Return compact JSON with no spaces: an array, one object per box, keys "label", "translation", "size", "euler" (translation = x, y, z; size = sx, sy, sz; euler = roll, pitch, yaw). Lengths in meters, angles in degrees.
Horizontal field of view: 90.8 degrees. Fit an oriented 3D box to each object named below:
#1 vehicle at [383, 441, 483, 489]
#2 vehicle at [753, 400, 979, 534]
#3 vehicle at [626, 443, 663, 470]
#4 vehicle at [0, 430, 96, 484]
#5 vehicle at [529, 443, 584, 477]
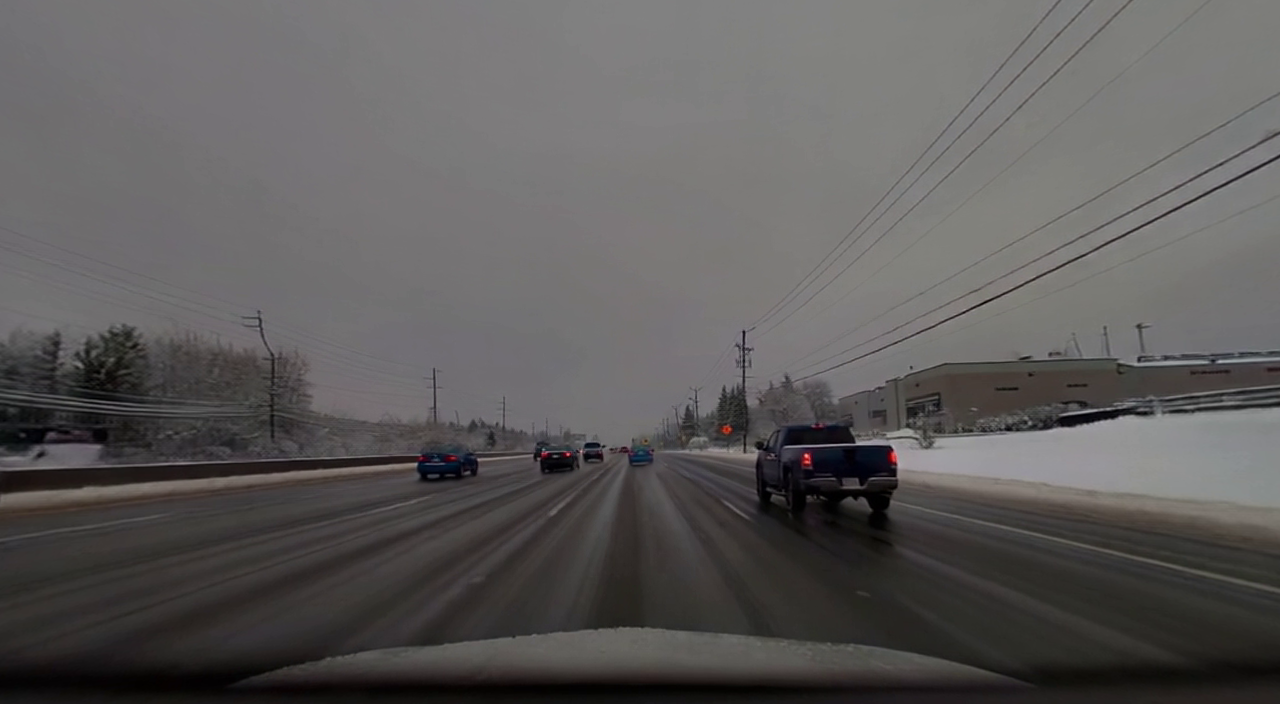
[{"label":"vehicle","translation":[-7.167,3.935,22.468],"size":[1.959,1.496,4.740],"euler":[0,-8,0]},{"label":"vehicle","translation":[3.730,2.032,11.743],"size":[2.231,1.919,5.086],"euler":[0,-8,-1]},{"label":"vehicle","translation":[0.235,6.007,36.462],"size":[2.030,1.471,4.115],"euler":[0,-8,0]},{"label":"vehicle","translation":[-38.098,6.500,39.139],"size":[2.716,3.066,6.526],"euler":[0,-9,1]},{"label":"vehicle","translation":[-3.783,4.951,29.344],"size":[1.938,1.444,4.206],"euler":[0,-8,0]}]
